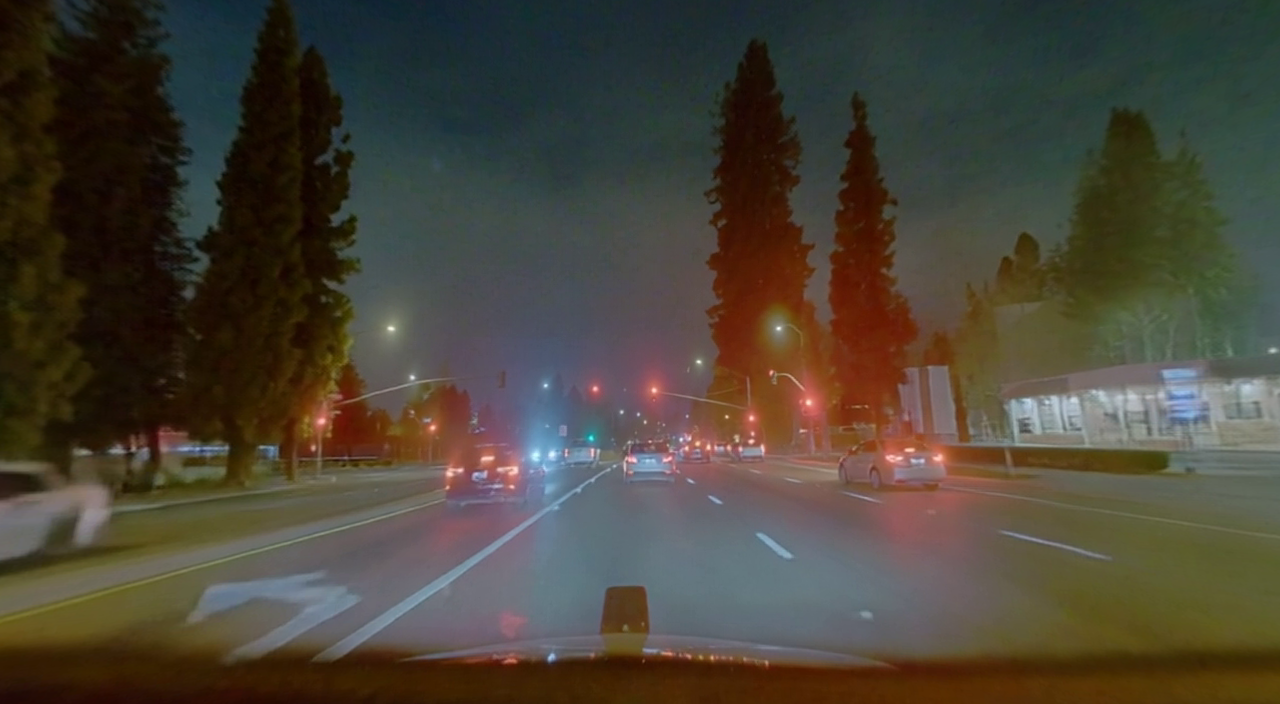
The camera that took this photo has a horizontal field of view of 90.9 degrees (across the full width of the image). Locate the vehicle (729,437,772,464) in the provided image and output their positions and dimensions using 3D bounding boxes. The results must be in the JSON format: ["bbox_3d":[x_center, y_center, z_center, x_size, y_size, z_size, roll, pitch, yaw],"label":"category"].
[{"bbox_3d":[7.320,6.560,42.187,2.044,1.701,4.397,0,-8,-1],"label":"vehicle"}]

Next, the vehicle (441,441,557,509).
[{"bbox_3d":[-3.409,3.034,16.143,1.938,1.472,4.399,0,-8,0],"label":"vehicle"}]

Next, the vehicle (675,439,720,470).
[{"bbox_3d":[3.004,5.481,33.912,1.988,1.528,4.144,0,-8,-1],"label":"vehicle"}]

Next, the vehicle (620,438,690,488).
[{"bbox_3d":[0.454,3.625,20.923,2.096,1.473,3.893,0,-8,0],"label":"vehicle"}]

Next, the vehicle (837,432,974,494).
[{"bbox_3d":[7.248,3.072,17.802,1.892,1.515,4.400,0,-8,-1],"label":"vehicle"}]

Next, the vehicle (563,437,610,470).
[{"bbox_3d":[-2.945,5.724,35.737,2.219,1.699,4.090,0,-8,1],"label":"vehicle"}]

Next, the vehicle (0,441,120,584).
[{"bbox_3d":[-8.563,1.783,6.747,2.212,1.652,4.376,0,-8,0],"label":"vehicle"}]
